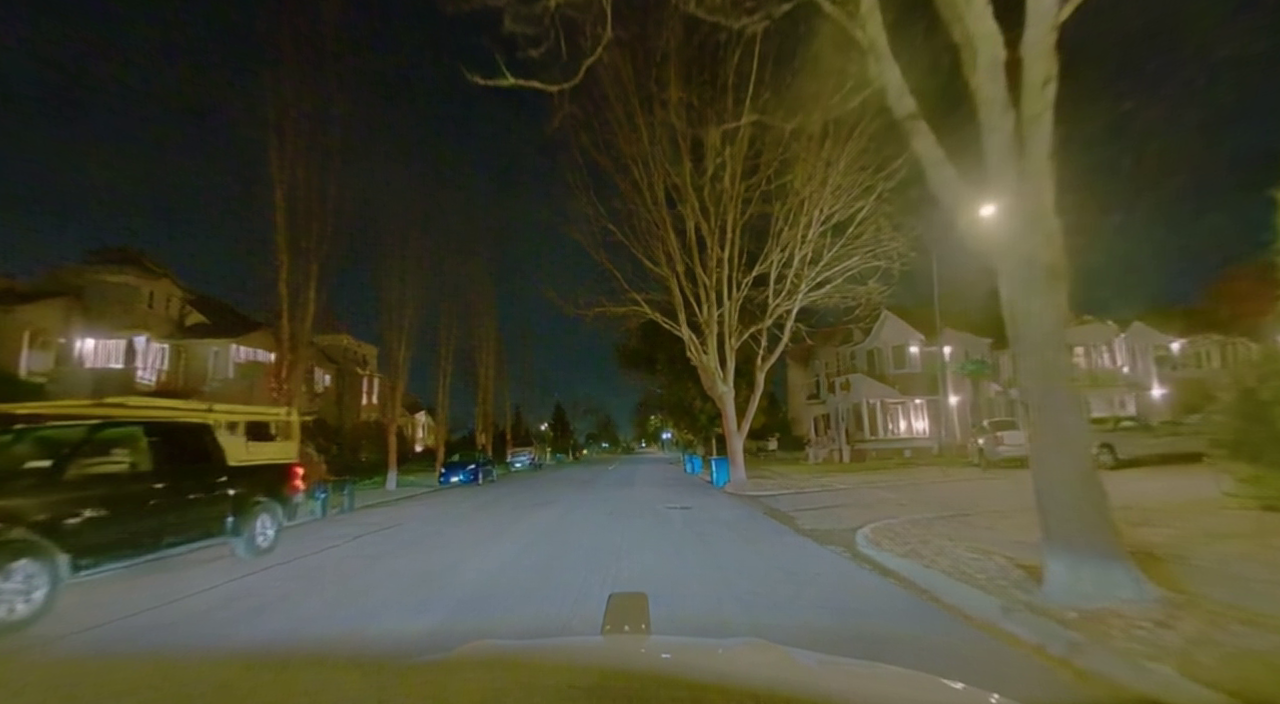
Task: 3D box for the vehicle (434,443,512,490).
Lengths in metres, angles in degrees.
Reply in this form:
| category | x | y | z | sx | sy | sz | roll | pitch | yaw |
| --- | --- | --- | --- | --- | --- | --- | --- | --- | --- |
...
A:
| category | x | y | z | sx | sy | sz | roll | pitch | yaw |
| --- | --- | --- | --- | --- | --- | --- | --- | --- | --- |
| vehicle | -6.549 | 4.490 | 25.204 | 1.945 | 1.530 | 4.430 | -4 | -7 | -2 |

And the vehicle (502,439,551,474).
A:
| category | x | y | z | sx | sy | sz | roll | pitch | yaw |
| --- | --- | --- | --- | --- | --- | --- | --- | --- | --- |
| vehicle | -6.839 | 6.279 | 38.396 | 2.169 | 1.871 | 4.762 | -3 | -8 | -2 |

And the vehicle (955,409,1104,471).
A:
| category | x | y | z | sx | sy | sz | roll | pitch | yaw |
| --- | --- | --- | --- | --- | --- | --- | --- | --- | --- |
| vehicle | 12.754 | 2.916 | 21.080 | 1.936 | 1.687 | 4.714 | -5 | -7 | 1 |

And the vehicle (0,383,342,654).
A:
| category | x | y | z | sx | sy | sz | roll | pitch | yaw |
| --- | --- | --- | --- | --- | --- | --- | --- | --- | --- |
| vehicle | -6.313 | 1.538 | 7.773 | 2.223 | 2.115 | 5.707 | 5 | -4 | 2 |
